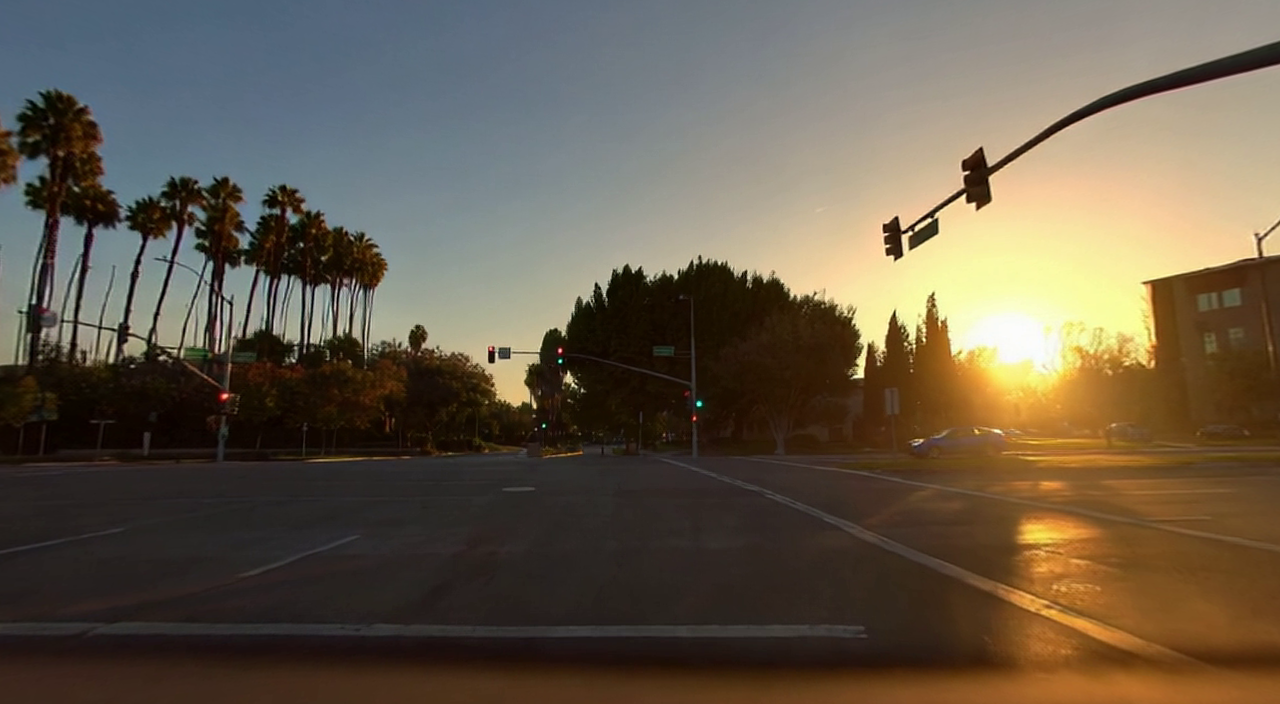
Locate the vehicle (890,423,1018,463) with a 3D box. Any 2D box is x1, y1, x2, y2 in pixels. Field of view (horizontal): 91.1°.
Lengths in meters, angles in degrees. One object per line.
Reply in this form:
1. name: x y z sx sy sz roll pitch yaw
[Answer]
1. vehicle: 14.404 4.189 29.004 4.820 1.751 2.050 0 -8 -2
